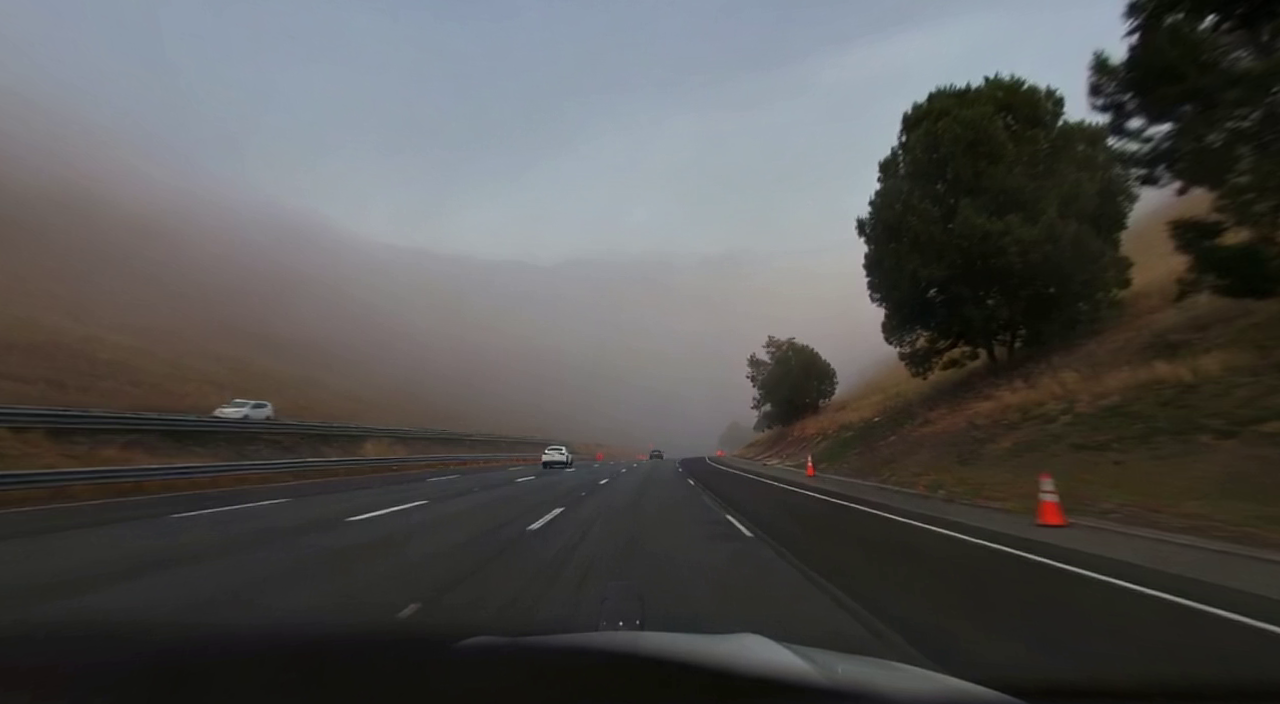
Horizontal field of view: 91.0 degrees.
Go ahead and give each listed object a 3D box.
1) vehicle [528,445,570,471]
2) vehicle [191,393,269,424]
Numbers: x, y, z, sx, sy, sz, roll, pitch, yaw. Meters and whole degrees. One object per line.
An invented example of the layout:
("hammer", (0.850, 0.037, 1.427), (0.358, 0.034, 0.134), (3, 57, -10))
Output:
("vehicle", (-5.953, 6.970, 41.528), (2.042, 1.585, 4.162), (0, -9, 1))
("vehicle", (-25.654, 3.623, 39.623), (1.820, 1.683, 4.493), (-1, -9, 1))
